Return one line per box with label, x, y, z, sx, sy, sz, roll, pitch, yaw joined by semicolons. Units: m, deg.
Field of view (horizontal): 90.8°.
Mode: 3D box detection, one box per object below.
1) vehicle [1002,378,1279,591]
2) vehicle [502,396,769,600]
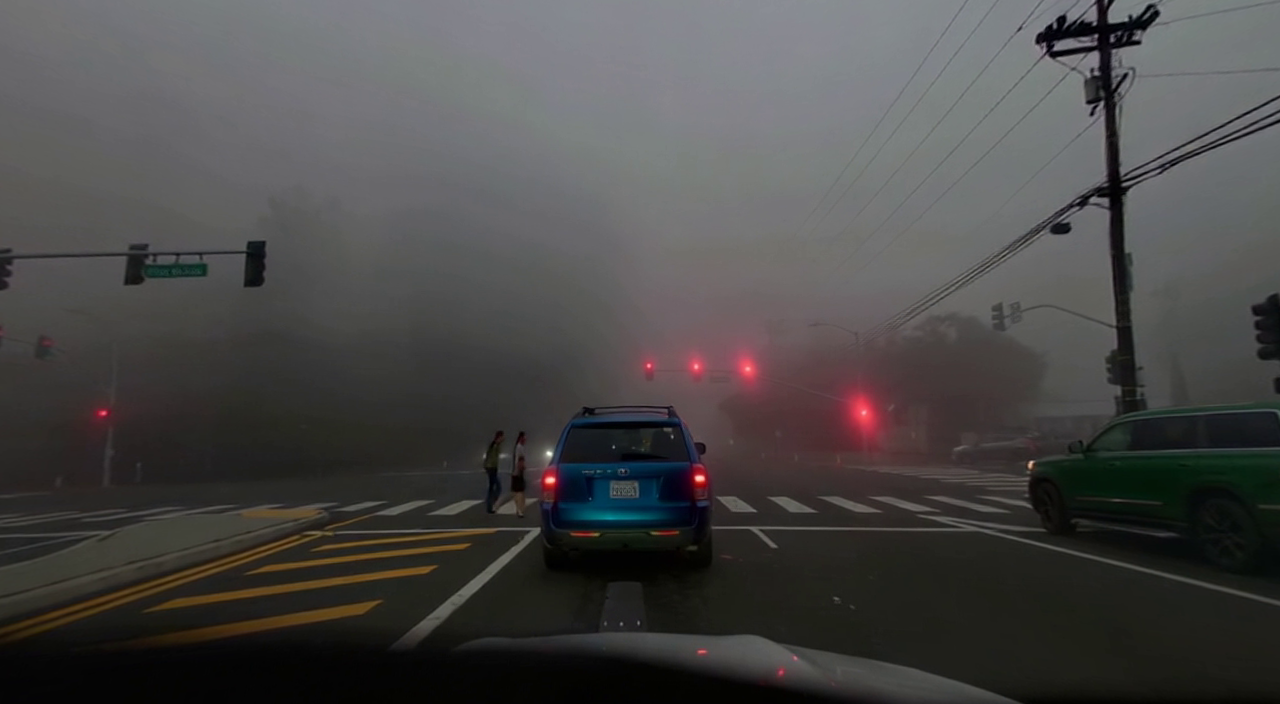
vehicle;6.621;1.399;7.191;2.119;1.827;4.806;0;-9;0
vehicle;-0.065;1.571;7.623;2.285;1.729;4.252;0;-9;-1
